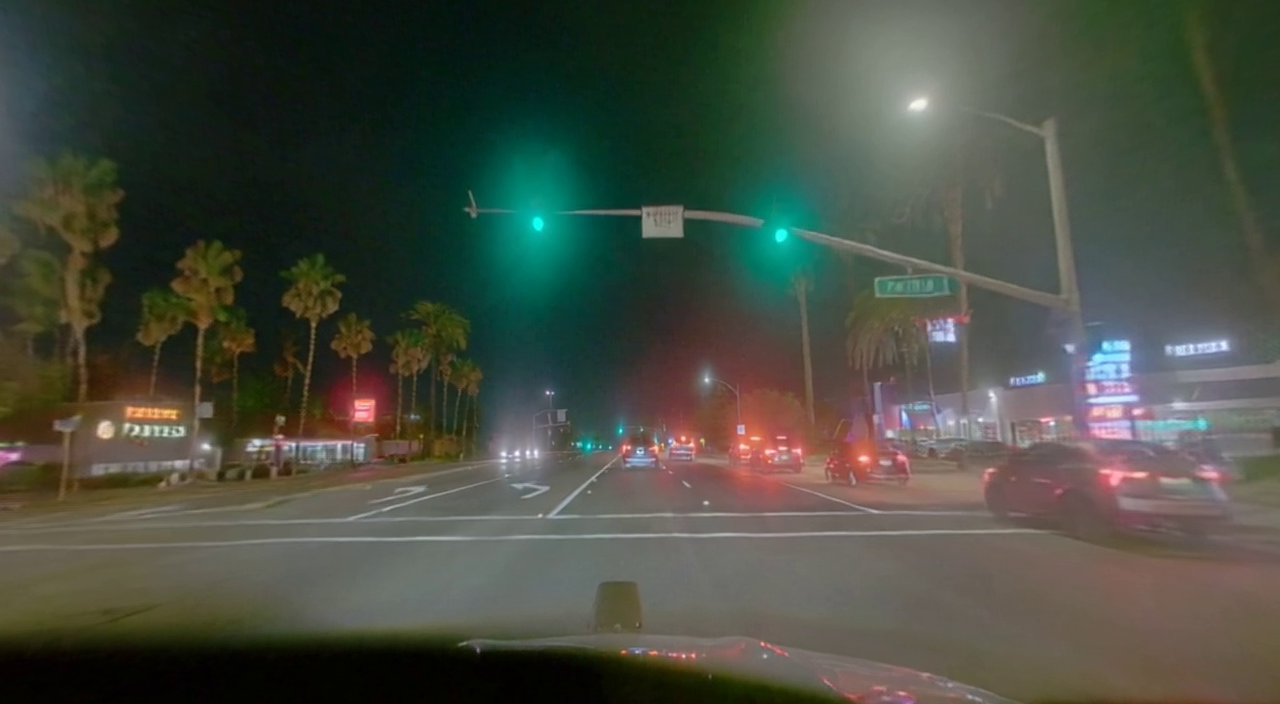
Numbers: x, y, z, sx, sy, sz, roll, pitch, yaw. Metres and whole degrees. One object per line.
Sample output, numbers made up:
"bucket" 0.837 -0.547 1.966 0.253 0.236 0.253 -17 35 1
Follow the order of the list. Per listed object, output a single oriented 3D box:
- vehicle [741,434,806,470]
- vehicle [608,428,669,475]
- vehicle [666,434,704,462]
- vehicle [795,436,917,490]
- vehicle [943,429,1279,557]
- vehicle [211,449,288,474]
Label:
"vehicle" 6.575 5.002 31.677 2.100 1.675 4.536 0 -9 -2
"vehicle" -0.106 4.310 27.526 2.428 1.816 4.959 0 -9 -1
"vehicle" 3.018 6.600 43.406 2.187 1.777 4.444 0 -9 -2
"vehicle" 6.624 3.470 20.126 2.038 1.476 5.032 0 -9 -1
"vehicle" 6.704 1.969 9.594 1.902 1.461 4.428 0 -9 -2
"vehicle" -27.810 7.784 45.098 4.139 1.702 2.040 0 -9 -2
